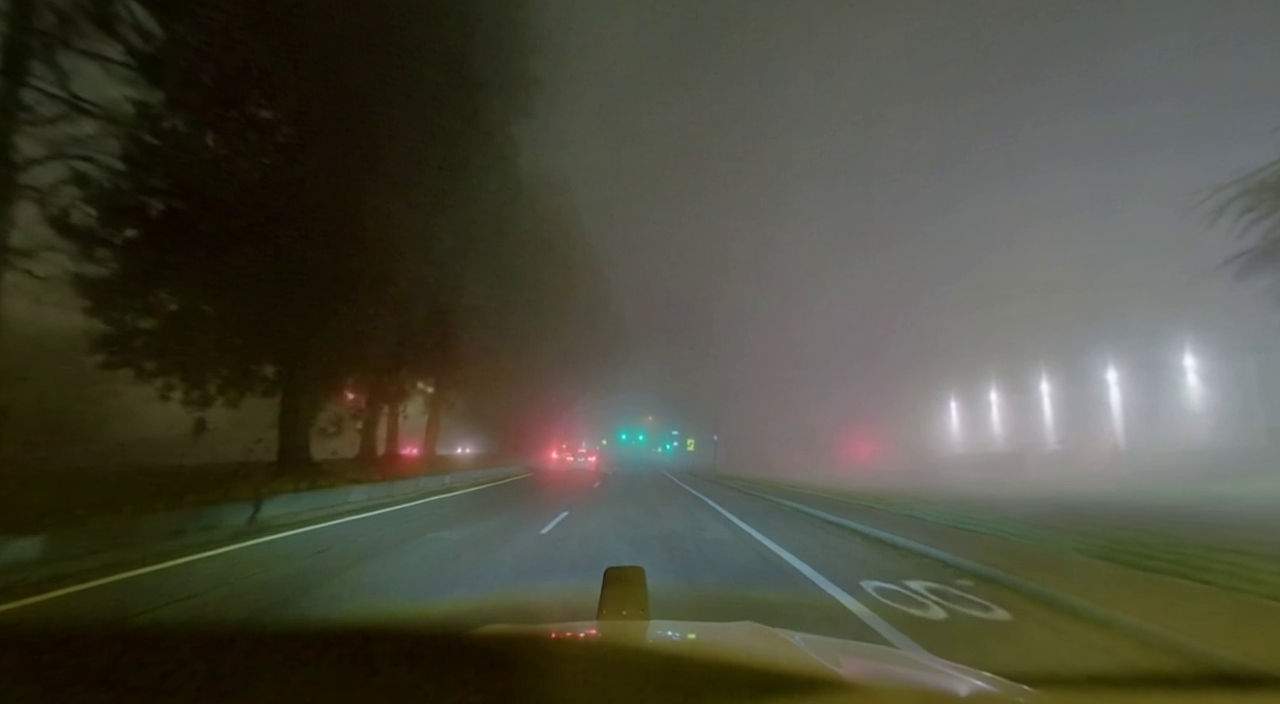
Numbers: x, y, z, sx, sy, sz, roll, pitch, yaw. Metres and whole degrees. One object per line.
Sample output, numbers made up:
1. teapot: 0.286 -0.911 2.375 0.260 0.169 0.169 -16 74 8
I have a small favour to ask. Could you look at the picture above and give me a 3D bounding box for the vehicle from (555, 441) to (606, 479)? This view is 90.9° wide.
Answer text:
1. vehicle: -2.849 5.259 30.950 2.016 1.694 4.335 0 -8 1
